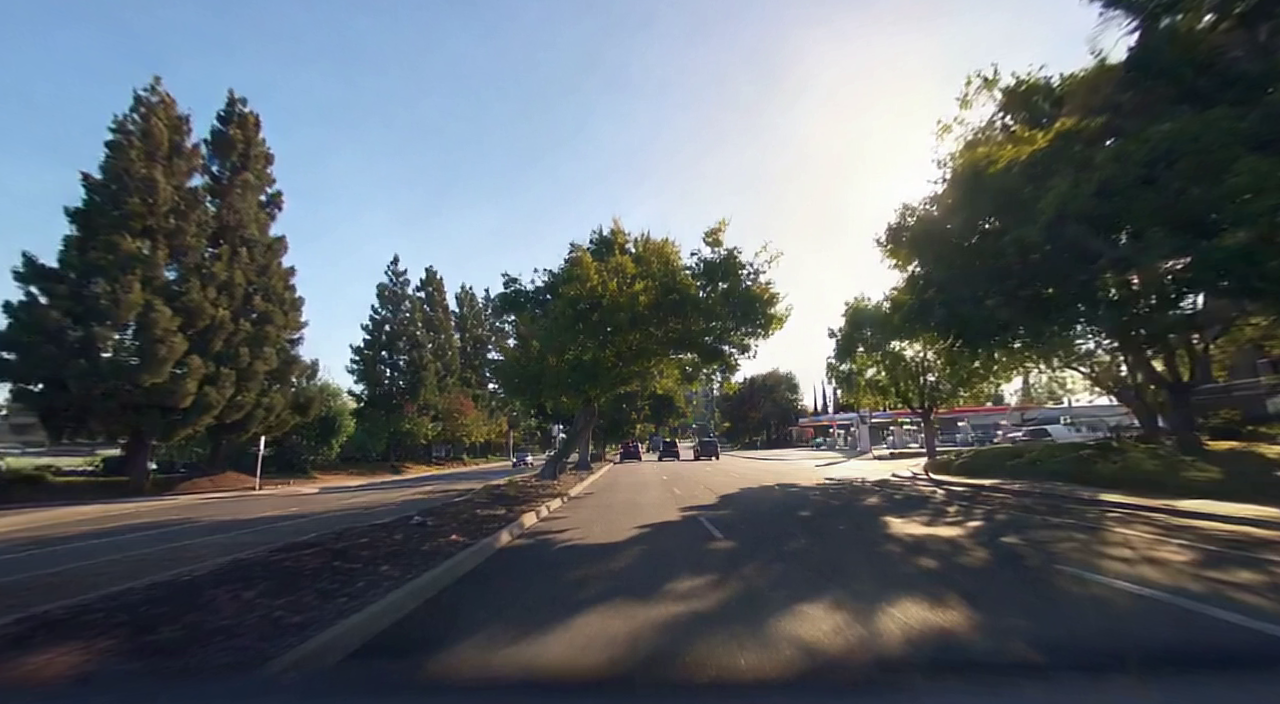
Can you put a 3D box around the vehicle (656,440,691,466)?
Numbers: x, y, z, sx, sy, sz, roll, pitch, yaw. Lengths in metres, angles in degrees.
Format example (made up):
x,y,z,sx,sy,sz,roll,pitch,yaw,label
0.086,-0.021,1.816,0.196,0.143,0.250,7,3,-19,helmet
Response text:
x,y,z,sx,sy,sz,roll,pitch,yaw,label
2.366,7.361,46.281,2.140,1.800,4.660,0,-9,-2,vehicle

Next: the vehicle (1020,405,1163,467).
x,y,z,sx,sy,sz,roll,pitch,yaw,label
28.996,5.403,40.564,8.711,3.678,2.870,3,-9,-21,vehicle

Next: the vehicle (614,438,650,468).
x,y,z,sx,sy,sz,roll,pitch,yaw,label
-0.539,6.675,41.953,2.261,1.820,4.255,0,-9,-1,vehicle
